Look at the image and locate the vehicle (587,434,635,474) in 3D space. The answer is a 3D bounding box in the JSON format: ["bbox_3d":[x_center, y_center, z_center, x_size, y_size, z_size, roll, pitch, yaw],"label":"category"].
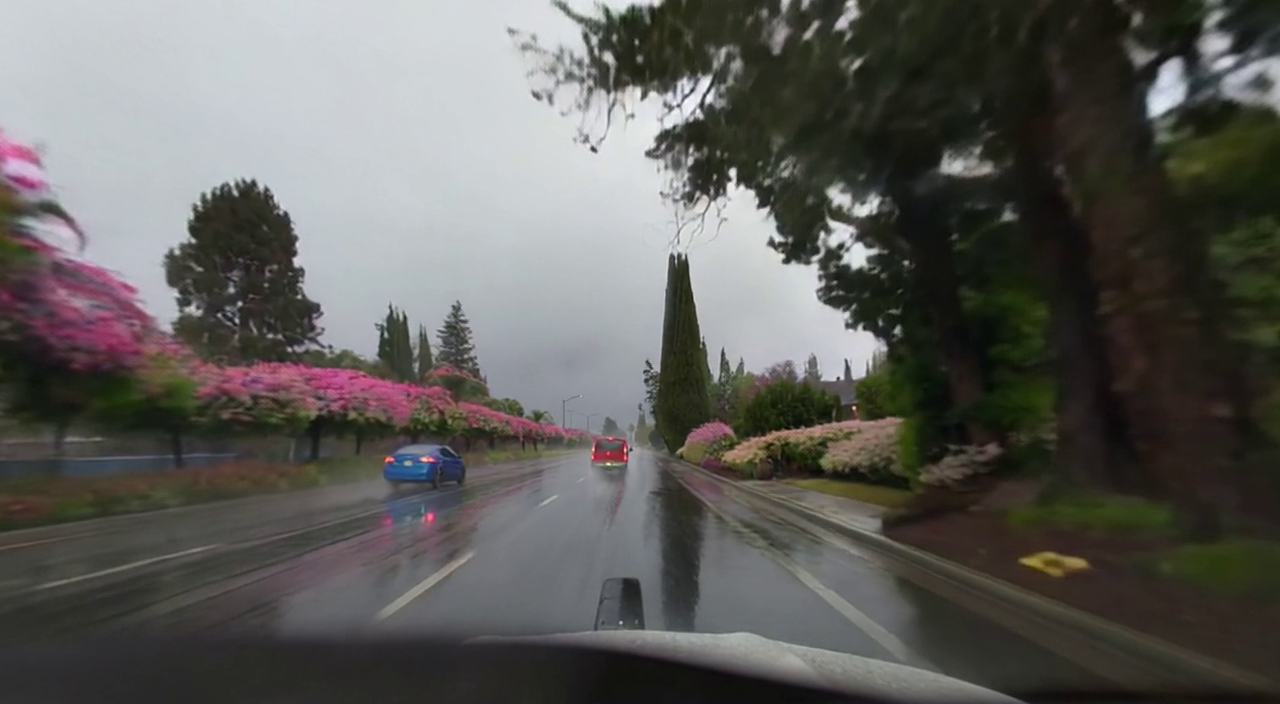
[{"bbox_3d":[-1.294,4.883,30.577,2.070,1.764,4.552,0,-8,0],"label":"vehicle"}]

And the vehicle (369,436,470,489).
[{"bbox_3d":[-7.717,3.892,22.641,1.993,1.657,4.487,0,-8,0],"label":"vehicle"}]
